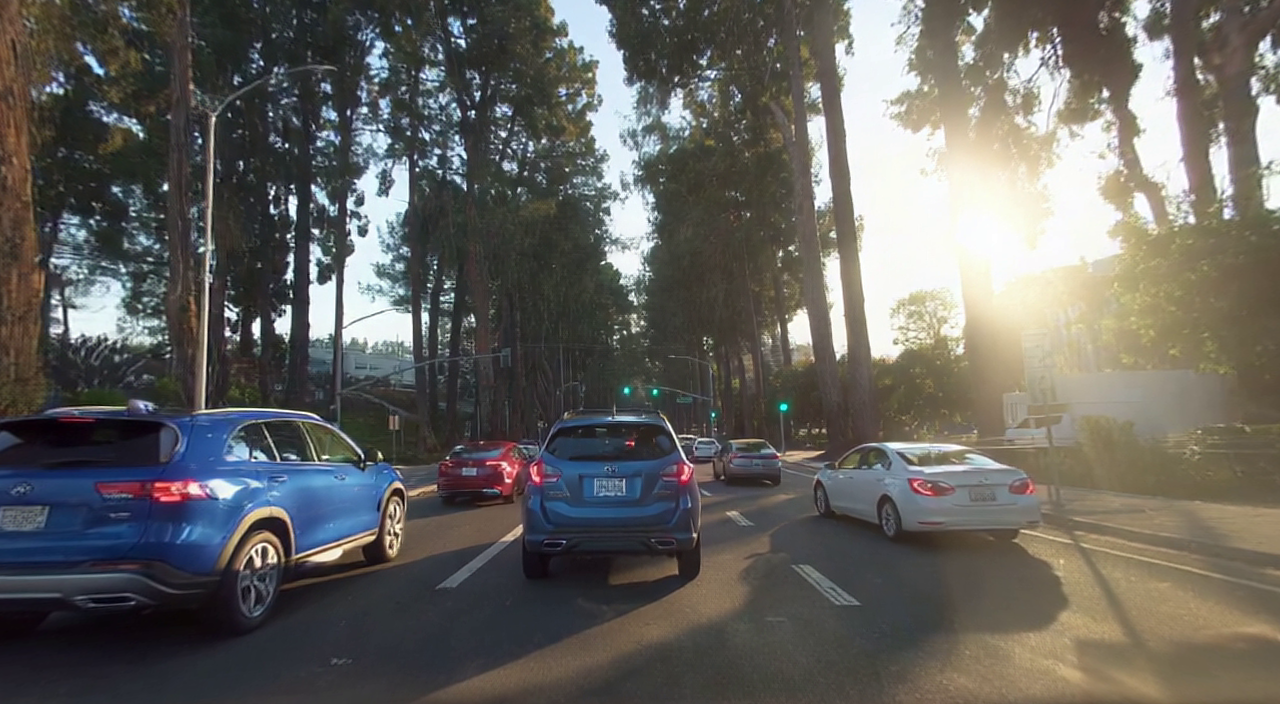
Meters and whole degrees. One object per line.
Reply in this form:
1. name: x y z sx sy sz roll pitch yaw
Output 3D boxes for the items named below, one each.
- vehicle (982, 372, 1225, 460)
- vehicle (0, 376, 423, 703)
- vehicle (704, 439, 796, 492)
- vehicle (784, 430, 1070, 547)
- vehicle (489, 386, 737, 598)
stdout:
1. vehicle: 17.889 2.539 24.681 7.314 3.230 2.680 0 -8 -2
2. vehicle: -3.709 1.298 5.493 2.039 1.709 4.265 0 -8 1
3. vehicle: 3.271 3.466 19.686 1.996 1.443 4.270 0 -8 -1
4. vehicle: 4.302 2.107 10.557 2.036 1.480 4.659 1 -9 -9
5. vehicle: -0.224 1.535 7.758 2.132 1.816 4.471 0 -8 0
